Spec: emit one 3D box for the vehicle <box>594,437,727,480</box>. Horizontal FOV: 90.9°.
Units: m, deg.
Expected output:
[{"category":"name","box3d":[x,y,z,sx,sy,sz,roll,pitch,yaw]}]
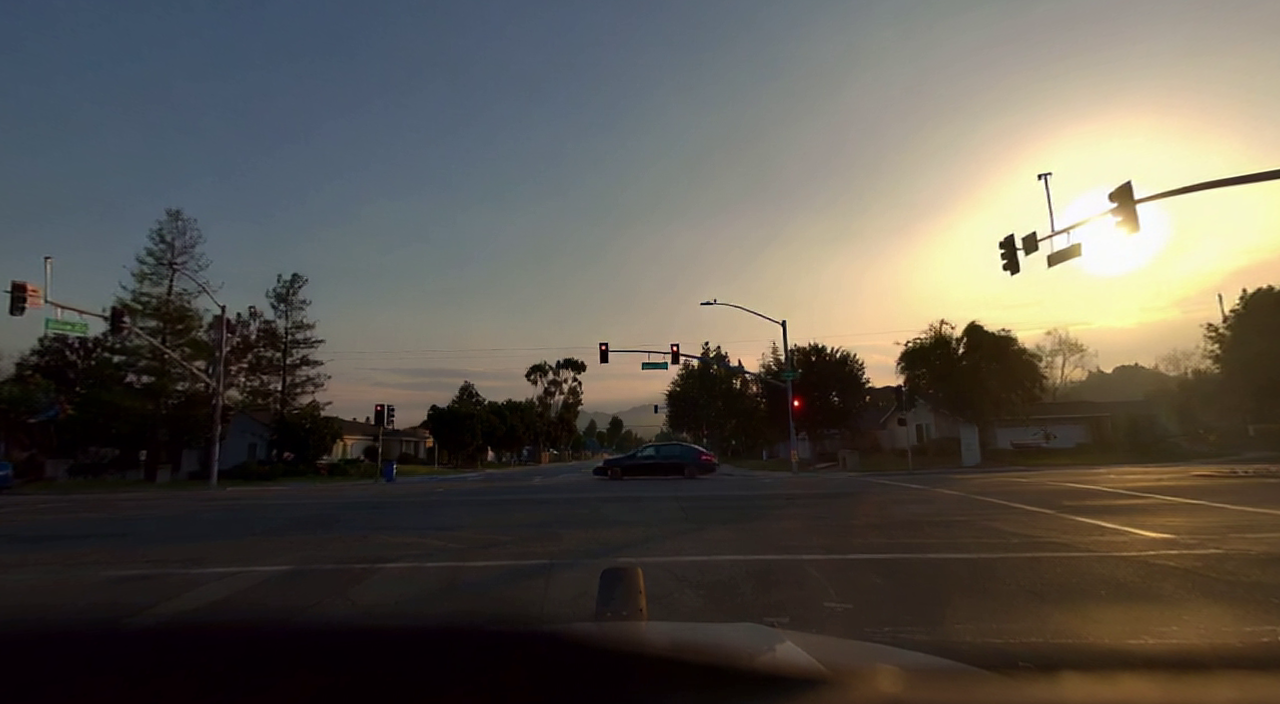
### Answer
[{"category":"vehicle","box3d":[0.709,3.817,22.685,4.562,1.460,1.822,0,-8,0]}]
